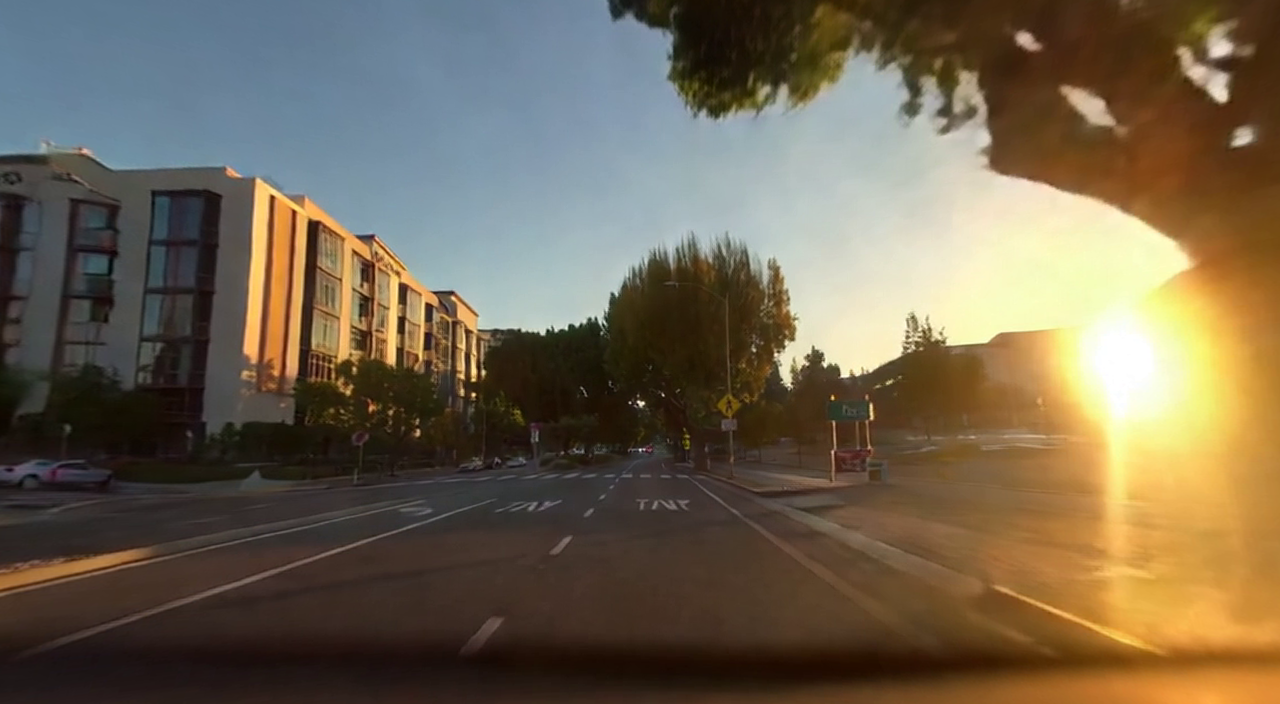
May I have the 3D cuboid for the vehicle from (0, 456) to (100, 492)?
[{"bbox_3d":[-29.340,5.864,30.157,4.899,1.535,1.926,-1,-10,-6],"label":"vehicle"}]
